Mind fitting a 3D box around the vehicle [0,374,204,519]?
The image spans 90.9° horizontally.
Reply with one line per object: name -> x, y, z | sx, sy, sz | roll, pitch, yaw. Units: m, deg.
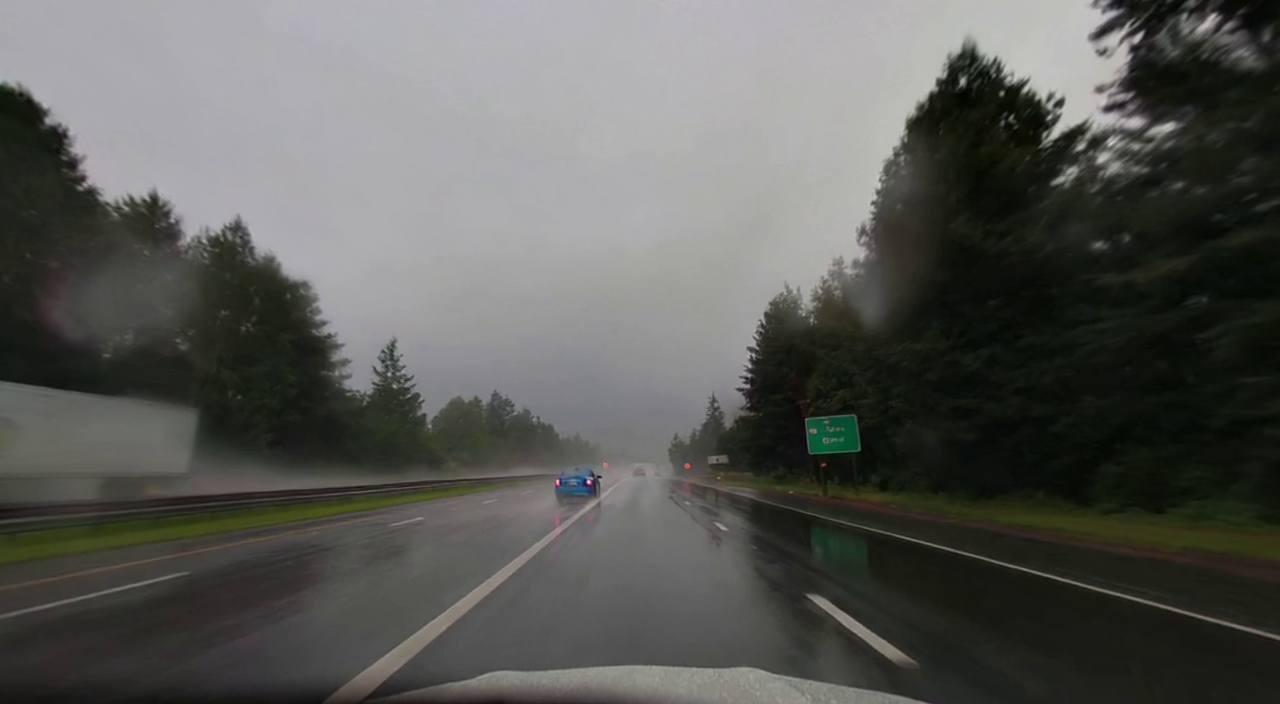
vehicle -> -19.757, 2.905, 19.153 | 2.943, 4.068, 14.091 | 1, -11, 0

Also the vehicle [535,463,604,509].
vehicle -> -2.533, 4.946, 23.543 | 2.016, 1.530, 4.009 | 1, -11, 1
